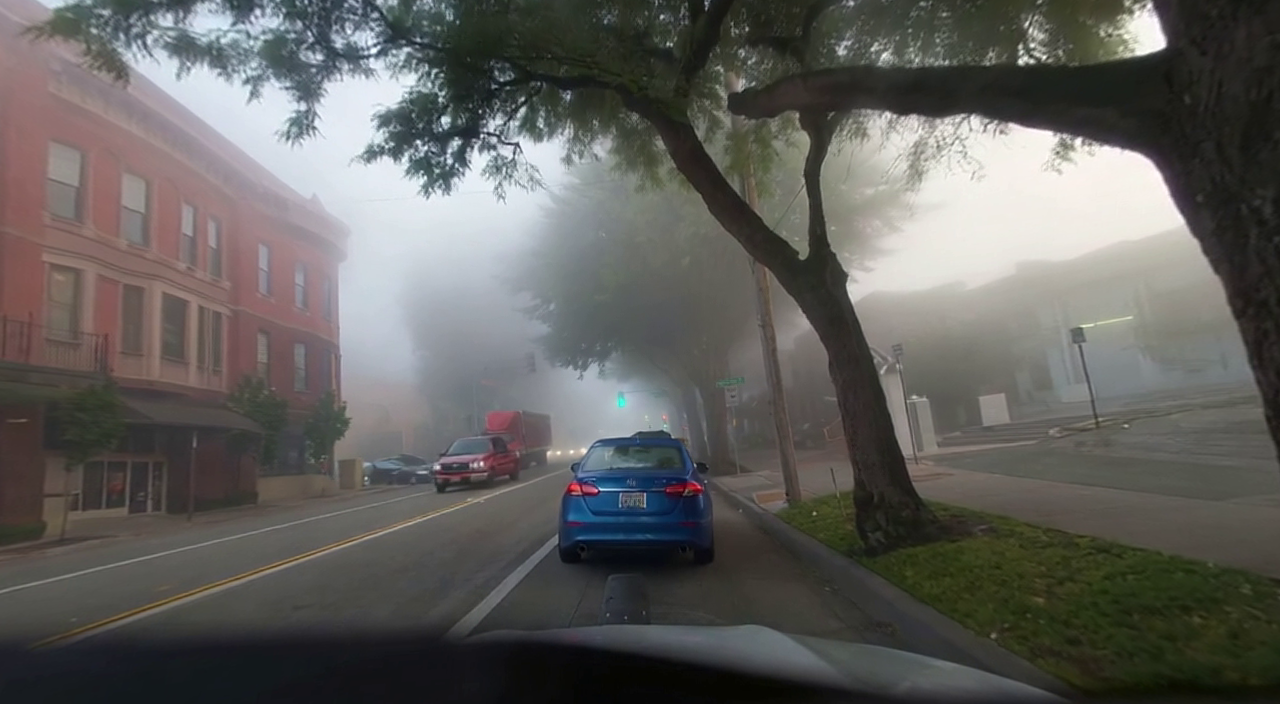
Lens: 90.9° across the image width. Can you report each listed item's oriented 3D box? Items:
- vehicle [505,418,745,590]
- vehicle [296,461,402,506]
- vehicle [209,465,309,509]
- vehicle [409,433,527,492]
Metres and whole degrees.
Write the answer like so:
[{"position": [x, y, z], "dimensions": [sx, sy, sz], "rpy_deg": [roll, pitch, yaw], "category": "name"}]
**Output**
[{"position": [-0.054, 1.621, 7.534], "dimensions": [2.094, 1.478, 3.922], "rpy_deg": [-1, -8, 2], "category": "vehicle"}, {"position": [-11.225, 5.076, 24.723], "dimensions": [2.010, 1.483, 4.324], "rpy_deg": [0, -8, 1], "category": "vehicle"}, {"position": [-17.441, 6.153, 28.916], "dimensions": [3.516, 1.383, 1.704], "rpy_deg": [-10, -10, 1], "category": "vehicle"}, {"position": [-6.001, 3.963, 23.050], "dimensions": [2.402, 1.852, 6.057], "rpy_deg": [-1, -8, 2], "category": "vehicle"}]
